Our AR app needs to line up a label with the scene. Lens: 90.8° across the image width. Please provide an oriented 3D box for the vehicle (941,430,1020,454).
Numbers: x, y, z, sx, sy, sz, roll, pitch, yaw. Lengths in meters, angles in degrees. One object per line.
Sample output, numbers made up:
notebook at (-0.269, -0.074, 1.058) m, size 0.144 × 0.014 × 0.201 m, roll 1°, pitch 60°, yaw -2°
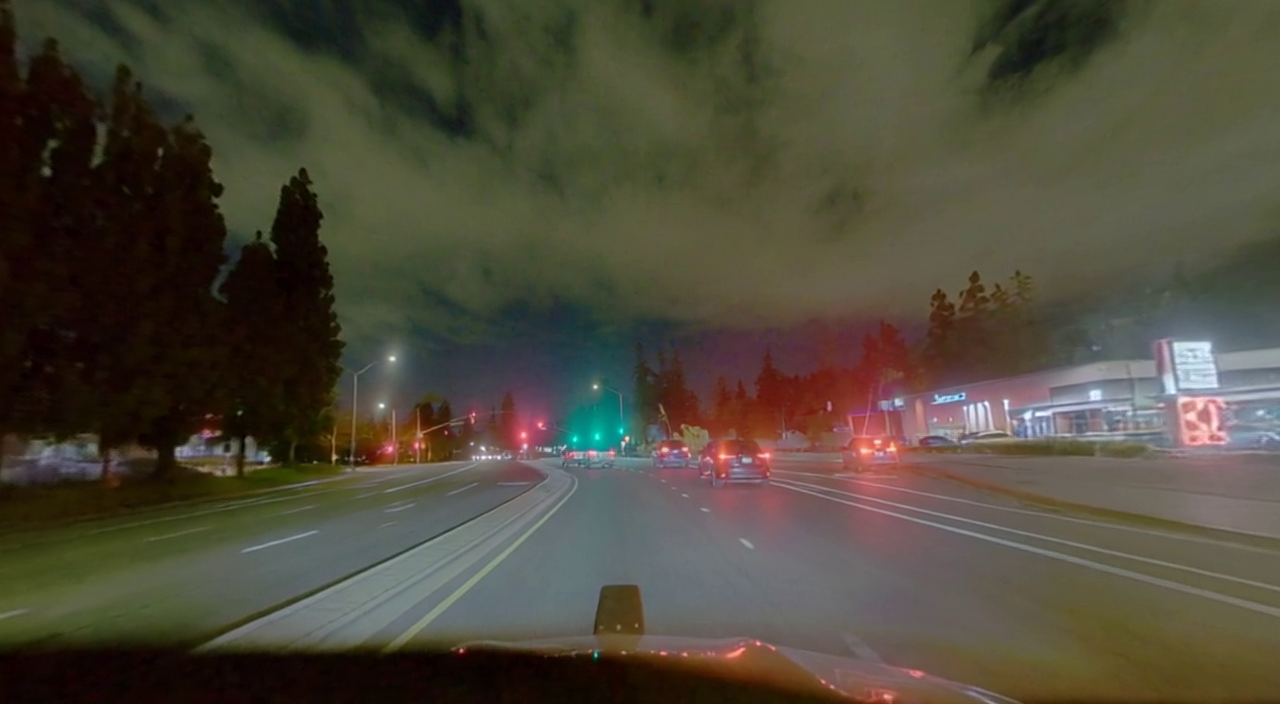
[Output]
vehicle at (26.077, 6.912, 48.429) m, size 4.736 × 1.755 × 2.221 m, roll 0°, pitch -8°, yaw -4°

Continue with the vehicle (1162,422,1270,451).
vehicle at (32.525, 4.785, 35.755) m, size 4.032 × 1.560 × 2.059 m, roll 0°, pitch -8°, yaw -1°

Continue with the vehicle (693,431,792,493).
vehicle at (2.888, 3.203, 18.745) m, size 1.966 × 1.596 × 3.980 m, roll 0°, pitch -8°, yaw -4°

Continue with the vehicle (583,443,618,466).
vehicle at (-2.794, 7.130, 44.033) m, size 2.068 × 1.512 × 3.987 m, roll 1°, pitch -8°, yaw -8°

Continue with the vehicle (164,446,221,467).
vehicle at (-32.566, 7.621, 46.059) m, size 1.600 × 1.375 × 4.319 m, roll 0°, pitch -9°, yaw -9°

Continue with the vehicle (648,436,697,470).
vehicle at (1.730, 5.565, 35.012) m, size 2.046 × 1.768 × 4.370 m, roll 0°, pitch -8°, yaw -6°
